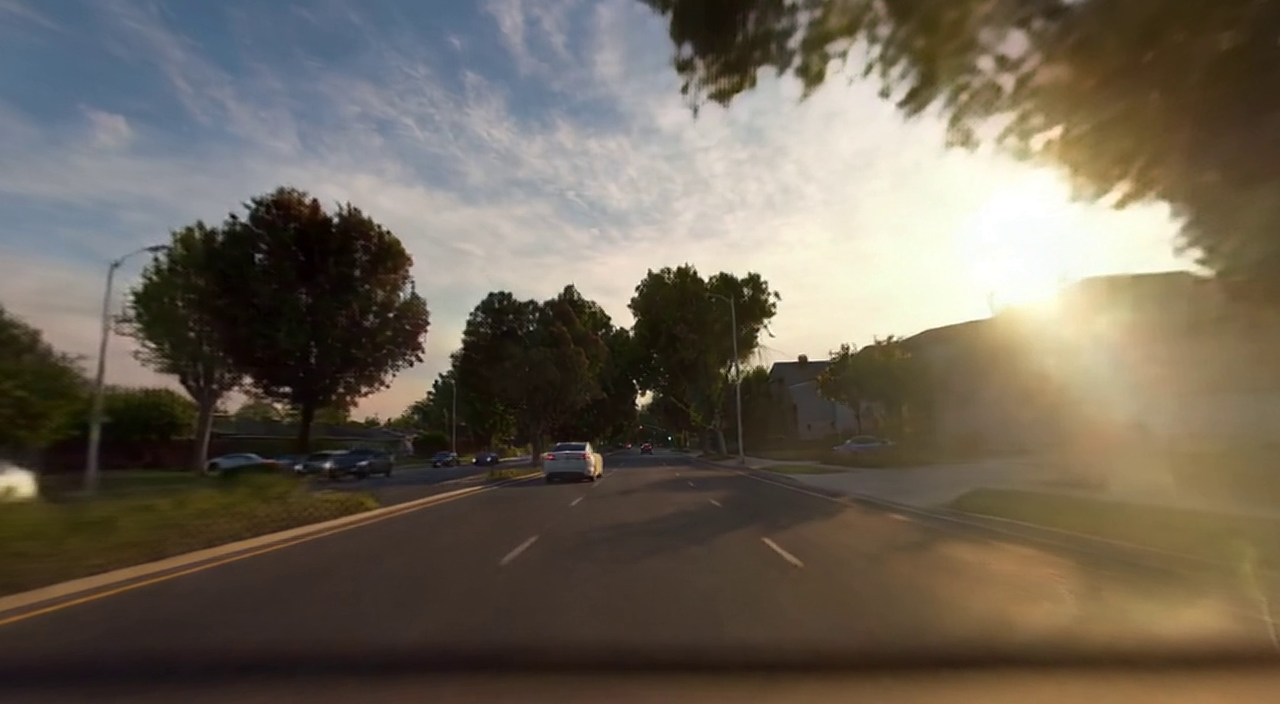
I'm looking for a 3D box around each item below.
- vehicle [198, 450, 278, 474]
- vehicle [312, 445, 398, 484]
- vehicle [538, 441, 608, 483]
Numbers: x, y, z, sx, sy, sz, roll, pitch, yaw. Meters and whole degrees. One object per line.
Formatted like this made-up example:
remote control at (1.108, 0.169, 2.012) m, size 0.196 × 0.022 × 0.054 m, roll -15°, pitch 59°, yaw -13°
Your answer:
vehicle at (-28.556, 7.796, 44.839) m, size 4.298 × 1.620 × 2.002 m, roll 0°, pitch -9°, yaw -5°
vehicle at (-13.905, 5.497, 31.046) m, size 2.059 × 1.734 × 4.559 m, roll 0°, pitch -9°, yaw 1°
vehicle at (-2.519, 4.312, 24.932) m, size 2.106 × 1.517 × 4.375 m, roll -1°, pitch -9°, yaw 3°
